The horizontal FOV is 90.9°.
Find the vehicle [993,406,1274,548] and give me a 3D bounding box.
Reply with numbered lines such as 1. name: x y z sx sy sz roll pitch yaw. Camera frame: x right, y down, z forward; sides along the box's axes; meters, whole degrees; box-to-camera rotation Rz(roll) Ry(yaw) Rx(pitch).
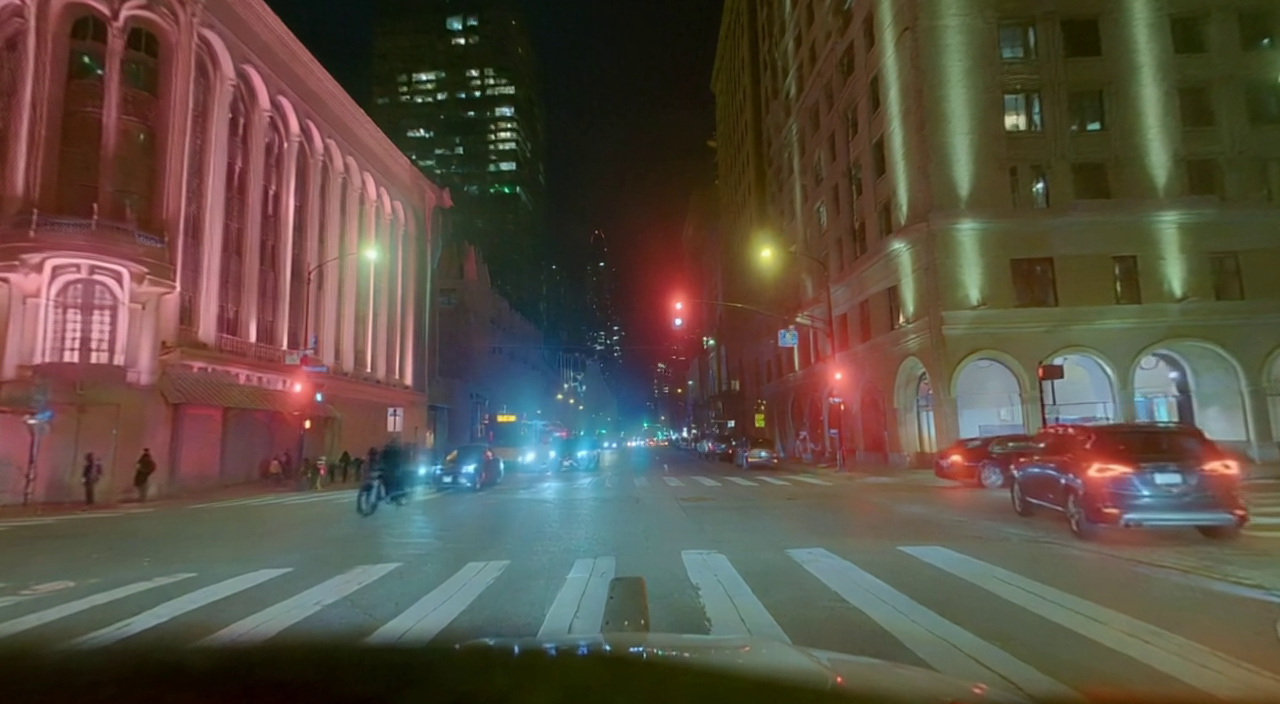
1. vehicle: 6.761 1.718 9.394 1.912 1.505 4.889 -3 -9 22

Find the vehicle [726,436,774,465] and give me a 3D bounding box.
1. vehicle: 6.261 5.651 36.293 1.926 1.574 3.961 0 -8 -2

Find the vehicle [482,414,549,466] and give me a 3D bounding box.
1. vehicle: -8.921 6.506 46.426 2.981 3.391 9.957 0 -8 -1

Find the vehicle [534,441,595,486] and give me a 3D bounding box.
1. vehicle: -2.705 3.906 22.431 1.904 1.402 4.759 1 -8 -7

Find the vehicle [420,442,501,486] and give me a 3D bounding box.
1. vehicle: -6.695 4.193 23.917 1.861 1.508 4.052 0 -8 0
